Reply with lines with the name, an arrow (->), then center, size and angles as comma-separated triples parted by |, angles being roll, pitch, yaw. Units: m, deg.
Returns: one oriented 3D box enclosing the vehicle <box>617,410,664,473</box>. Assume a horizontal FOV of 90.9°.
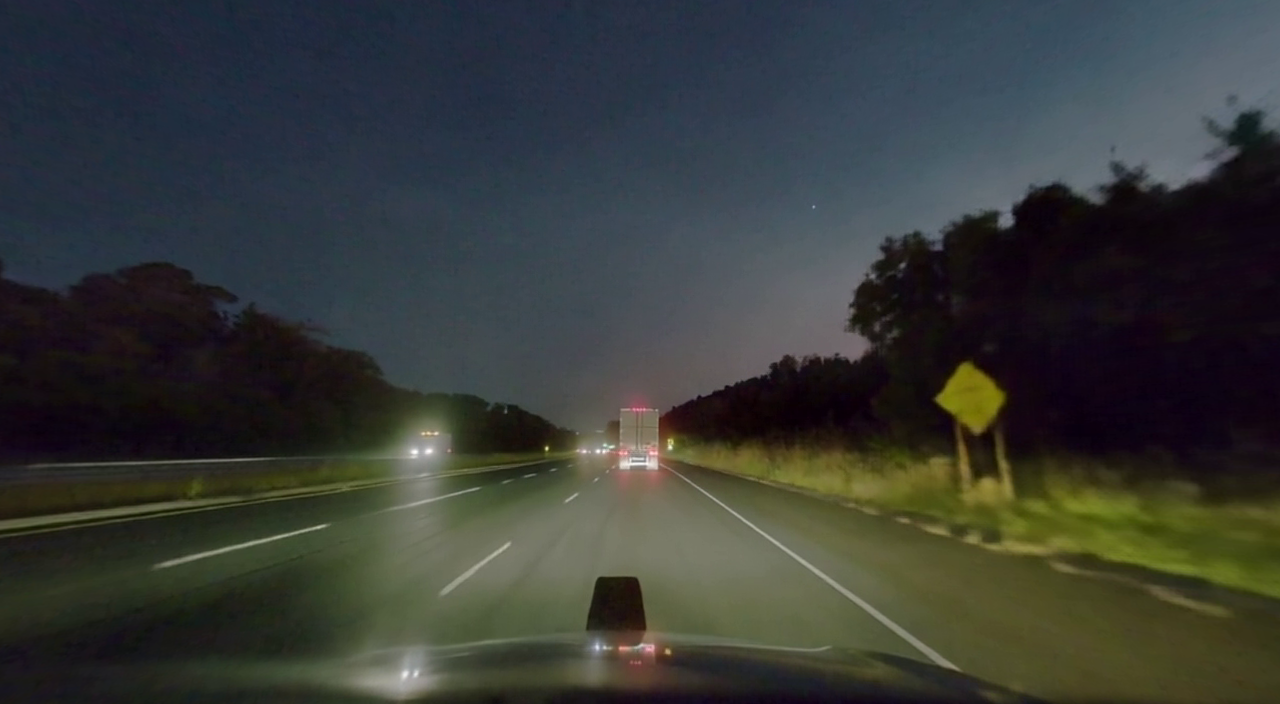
vehicle -> -0.017, 6.468, 45.120 | 2.982, 3.947, 11.075 | 0, -9, 0
